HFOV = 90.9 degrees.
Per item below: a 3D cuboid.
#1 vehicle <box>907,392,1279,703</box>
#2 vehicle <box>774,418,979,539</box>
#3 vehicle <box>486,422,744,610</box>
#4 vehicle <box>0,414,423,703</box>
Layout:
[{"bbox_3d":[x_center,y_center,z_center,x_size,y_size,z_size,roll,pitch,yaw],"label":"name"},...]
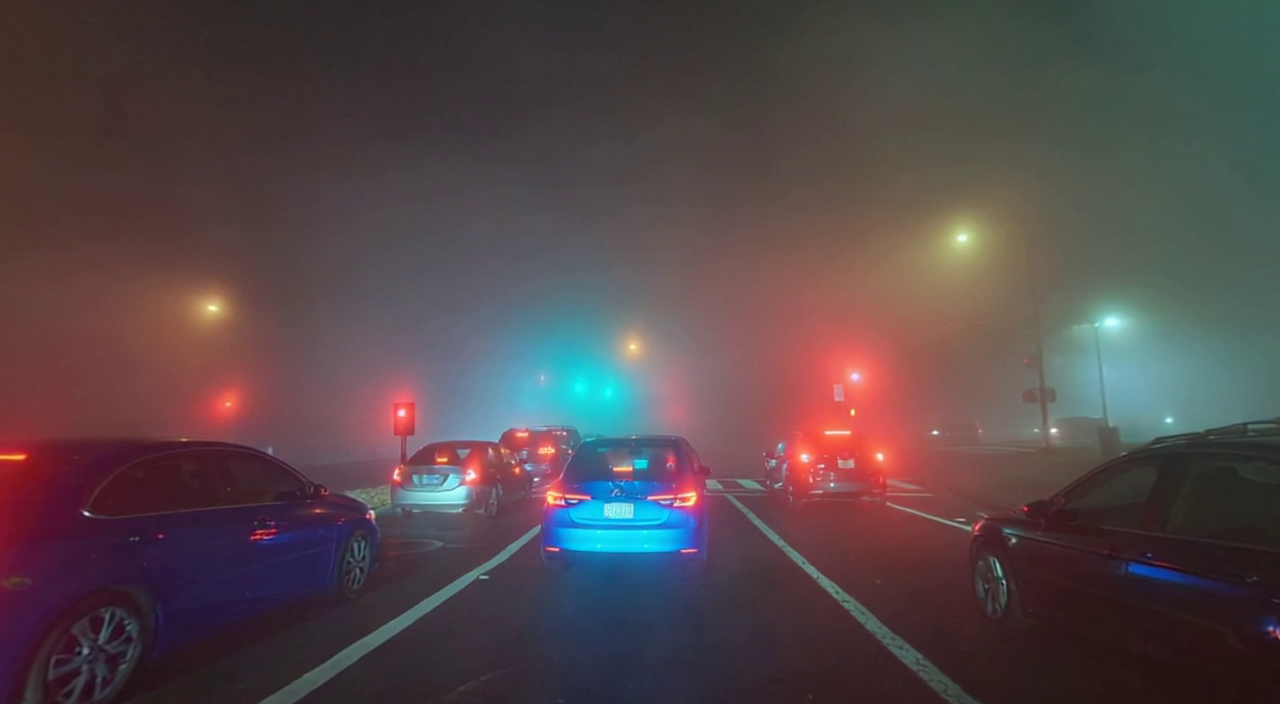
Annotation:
[{"bbox_3d":[3.418,1.070,3.497,1.981,1.499,4.536,0,-8,2],"label":"vehicle"},{"bbox_3d":[3.778,2.096,11.022,2.007,1.683,4.171,0,-8,1],"label":"vehicle"},{"bbox_3d":[-0.187,1.612,7.103,2.059,1.477,3.988,0,-8,1],"label":"vehicle"},{"bbox_3d":[-3.405,1.302,4.726,1.980,1.454,4.226,0,-8,1],"label":"vehicle"}]
